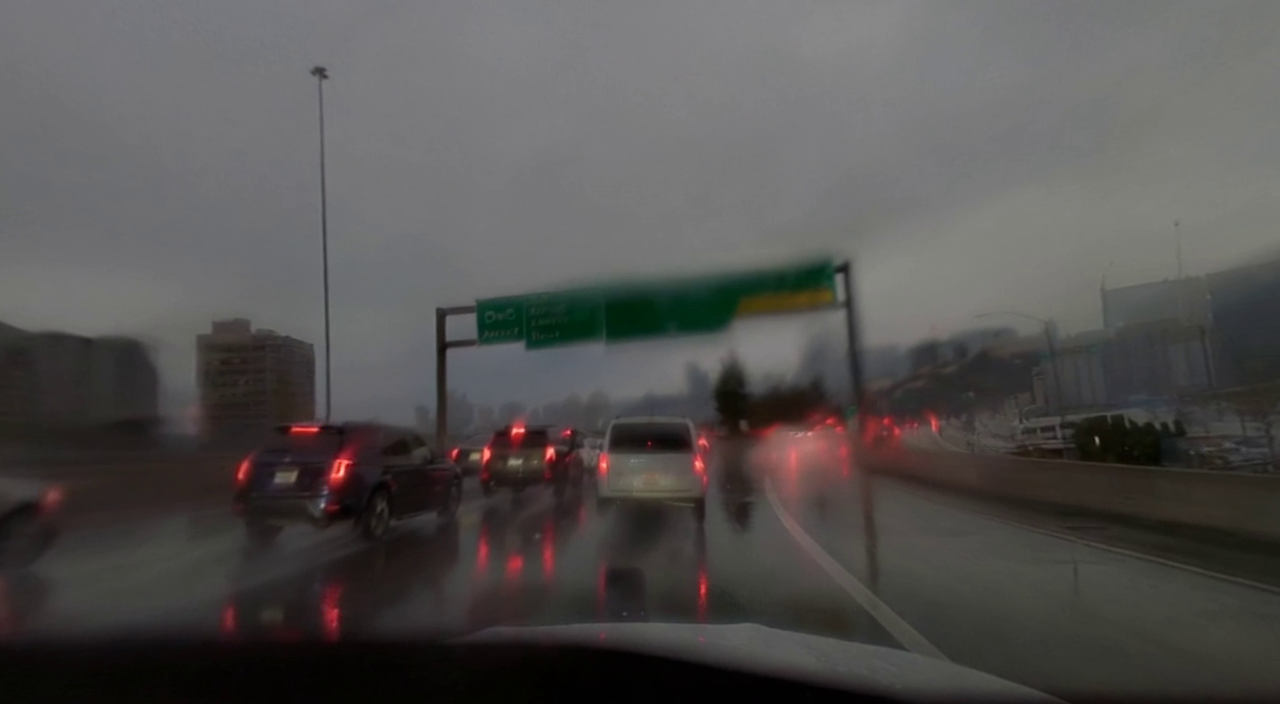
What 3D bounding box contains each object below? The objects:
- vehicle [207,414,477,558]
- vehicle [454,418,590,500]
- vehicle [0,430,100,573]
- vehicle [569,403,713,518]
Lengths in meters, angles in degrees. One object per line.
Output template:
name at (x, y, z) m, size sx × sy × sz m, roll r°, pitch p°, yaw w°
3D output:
vehicle at (-4.208, 1.959, 9.935) m, size 1.953 × 1.729 × 4.377 m, roll 0°, pitch -9°, yaw 2°
vehicle at (-3.044, 2.983, 17.970) m, size 2.286 × 1.931 × 5.729 m, roll -1°, pitch -9°, yaw 5°
vehicle at (-7.857, 1.446, 5.695) m, size 1.794 × 1.527 × 4.533 m, roll 0°, pitch -9°, yaw 3°
vehicle at (0.115, 2.418, 14.490) m, size 2.616 × 2.063 × 5.933 m, roll 0°, pitch -9°, yaw 2°
